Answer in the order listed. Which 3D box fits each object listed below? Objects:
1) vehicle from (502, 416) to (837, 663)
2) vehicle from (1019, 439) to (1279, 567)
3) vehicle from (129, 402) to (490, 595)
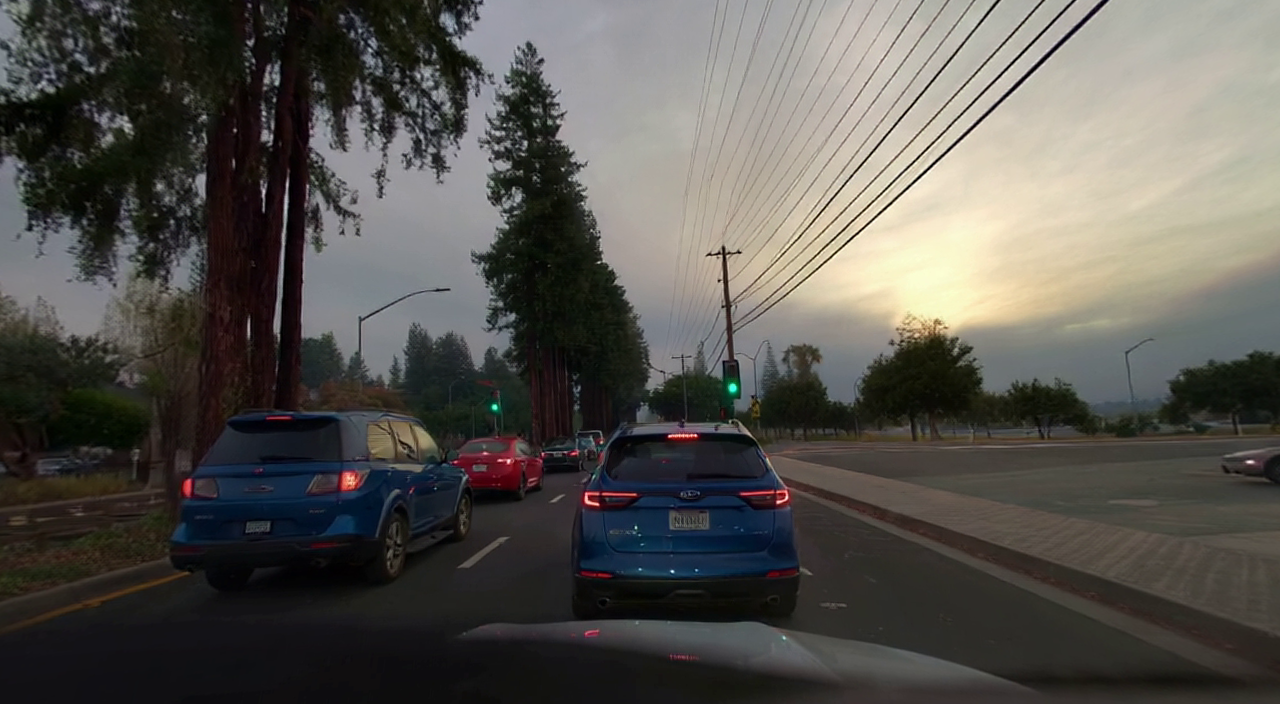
[{"bbox_3d":[0.118,1.450,5.953,2.056,1.487,4.003,0,-9,-2],"label":"vehicle"},{"bbox_3d":[8.392,2.158,9.925,1.993,1.508,4.521,0,-9,-1],"label":"vehicle"},{"bbox_3d":[-3.470,1.631,7.865,2.105,1.706,4.337,0,-9,0],"label":"vehicle"}]
